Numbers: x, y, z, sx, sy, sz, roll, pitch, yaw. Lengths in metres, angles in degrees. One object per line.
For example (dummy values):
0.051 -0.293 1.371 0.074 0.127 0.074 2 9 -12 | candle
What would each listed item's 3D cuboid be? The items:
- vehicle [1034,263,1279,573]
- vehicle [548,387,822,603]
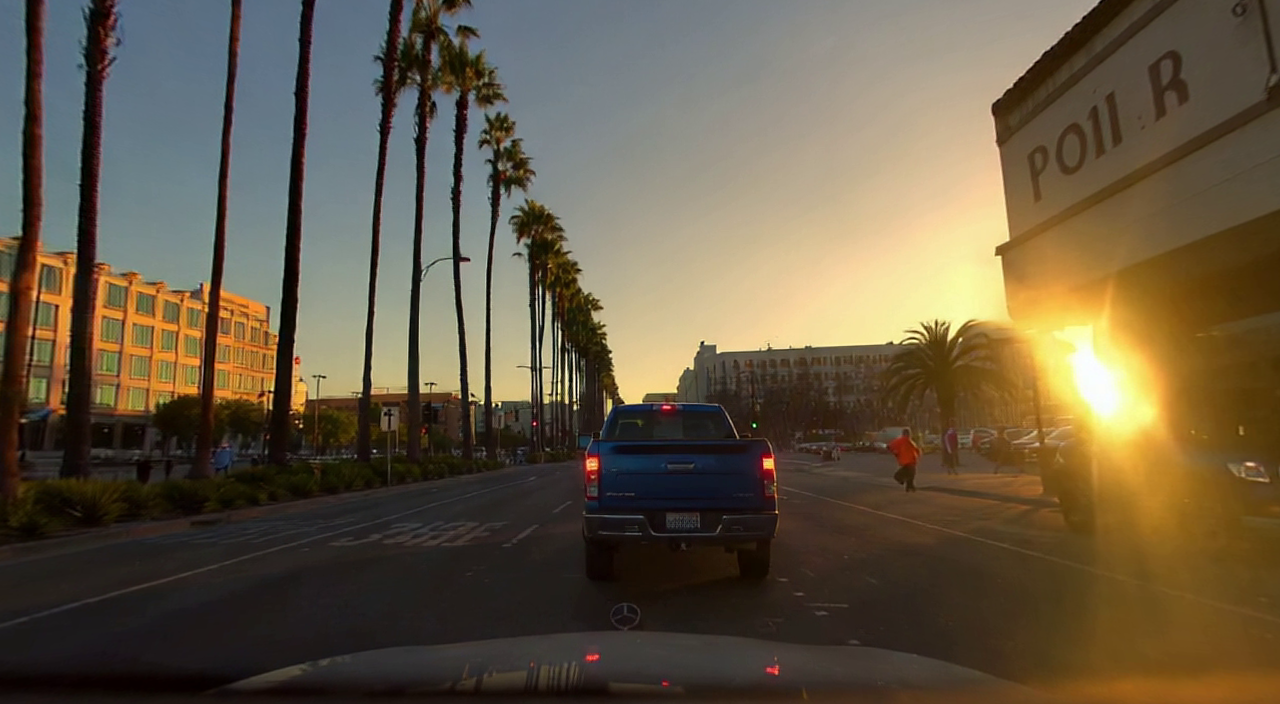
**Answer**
7.850 0.909 8.566 2.666 3.345 3.622 -1 -9 6 | vehicle
0.419 1.607 8.076 2.311 1.819 5.255 0 -8 1 | vehicle
